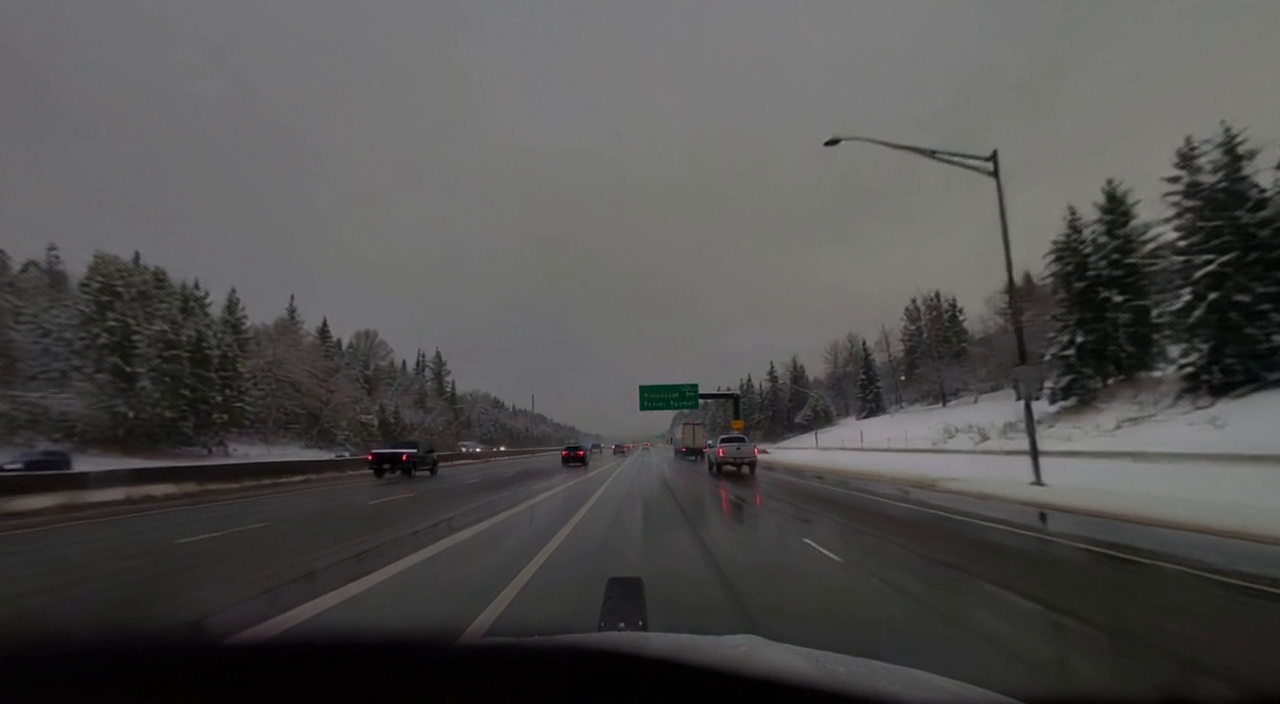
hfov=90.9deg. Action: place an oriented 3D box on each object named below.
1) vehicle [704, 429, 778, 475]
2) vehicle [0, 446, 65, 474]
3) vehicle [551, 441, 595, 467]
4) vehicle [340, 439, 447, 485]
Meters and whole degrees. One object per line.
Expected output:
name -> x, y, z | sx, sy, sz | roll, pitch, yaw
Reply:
vehicle -> 4.666, 4.767, 30.336 | 2.355, 1.930, 6.633 | 0, -8, -1
vehicle -> -40.543, 6.879, 40.244 | 2.112, 1.729, 5.735 | 0, -8, 1
vehicle -> -3.932, 6.098, 37.791 | 1.981, 1.473, 4.317 | 0, -8, 2
vehicle -> -8.619, 3.870, 22.581 | 1.899, 1.465, 4.589 | 0, -8, 1
